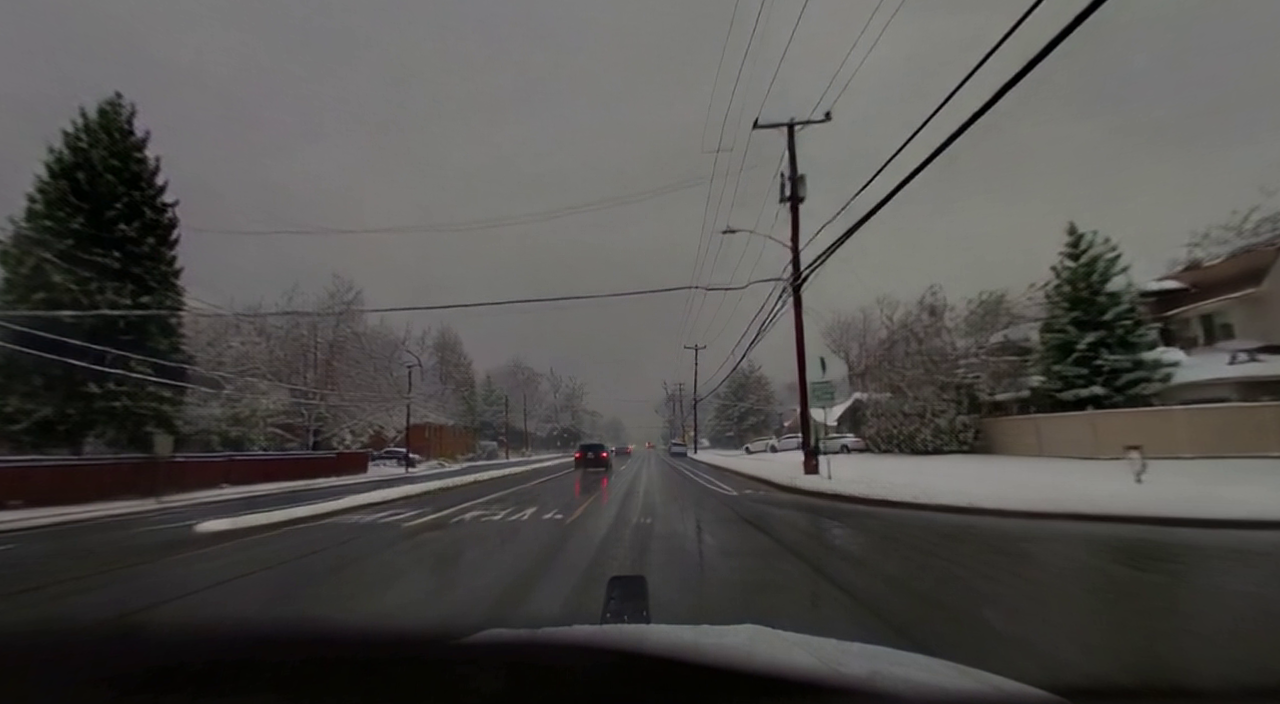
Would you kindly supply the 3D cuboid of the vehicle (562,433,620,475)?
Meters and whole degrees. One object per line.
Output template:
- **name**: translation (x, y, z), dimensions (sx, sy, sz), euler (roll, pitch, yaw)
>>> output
- **vehicle**: translation (-2.317, 5.016, 31.104), dimensions (2.327, 1.861, 4.941), euler (0, -9, 2)

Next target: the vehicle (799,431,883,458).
- **vehicle**: translation (12.043, 5.609, 37.975), dimensions (2.212, 1.404, 4.283), euler (2, -10, -33)
